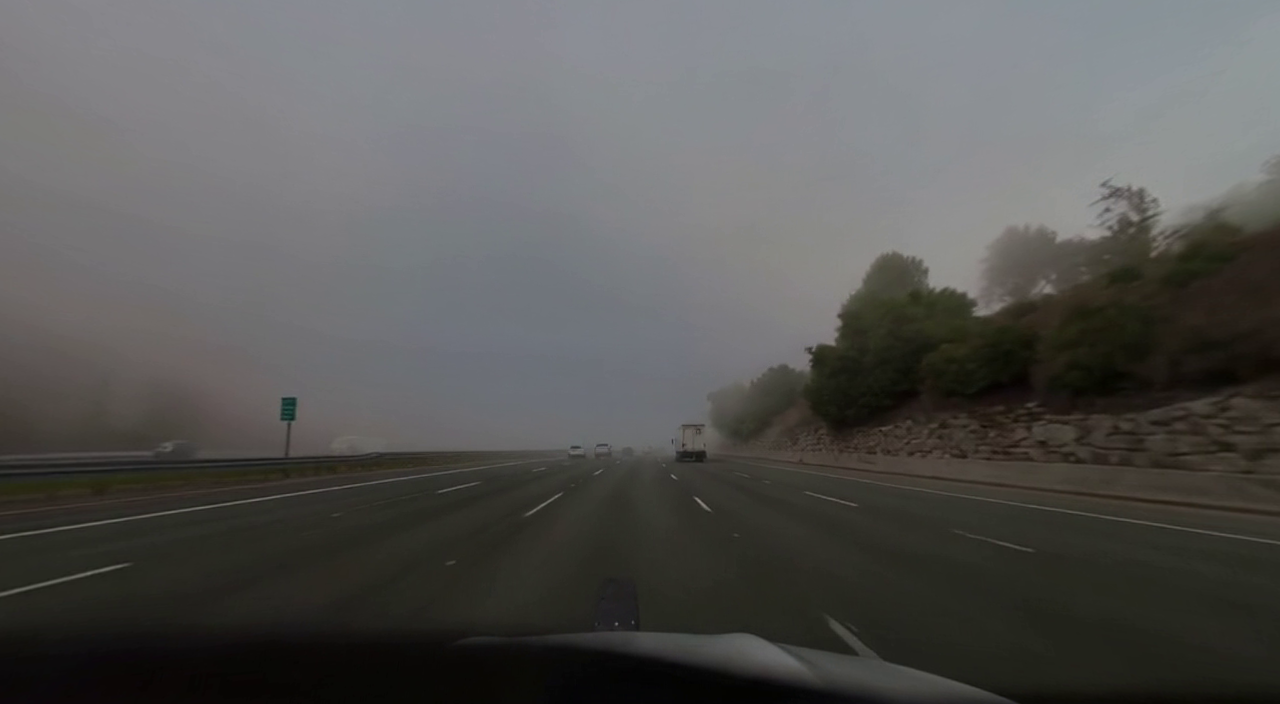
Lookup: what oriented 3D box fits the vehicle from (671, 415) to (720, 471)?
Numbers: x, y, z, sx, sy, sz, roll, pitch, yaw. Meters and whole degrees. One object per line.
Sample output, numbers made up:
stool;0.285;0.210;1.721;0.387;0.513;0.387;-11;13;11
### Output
vehicle;3.435;5.985;40.862;2.795;3.187;7.205;-2;-10;2
